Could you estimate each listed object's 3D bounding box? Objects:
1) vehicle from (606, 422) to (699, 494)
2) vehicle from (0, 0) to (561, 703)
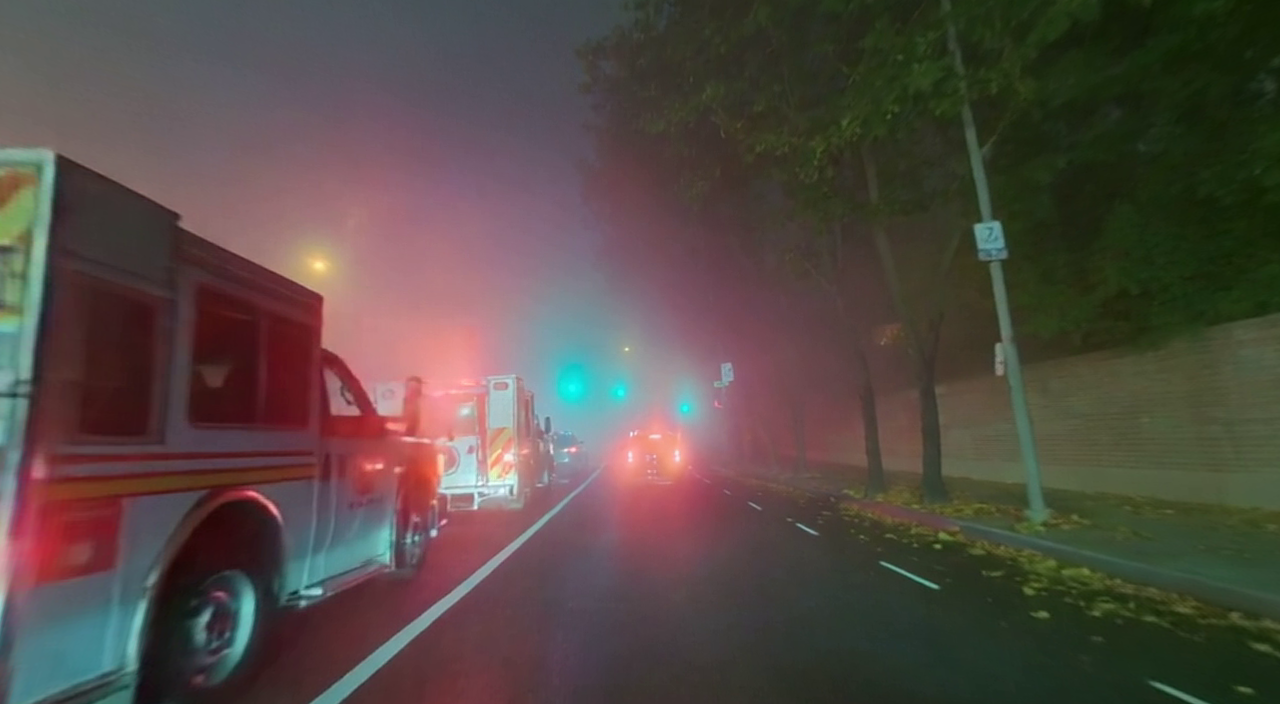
[{"bbox_3d":[0.182,3.114,18.872,2.332,1.831,4.930,0,-8,-4],"label":"vehicle"},{"bbox_3d":[-3.593,0.885,8.724,3.631,3.655,12.773,0,-8,-1],"label":"vehicle"}]
